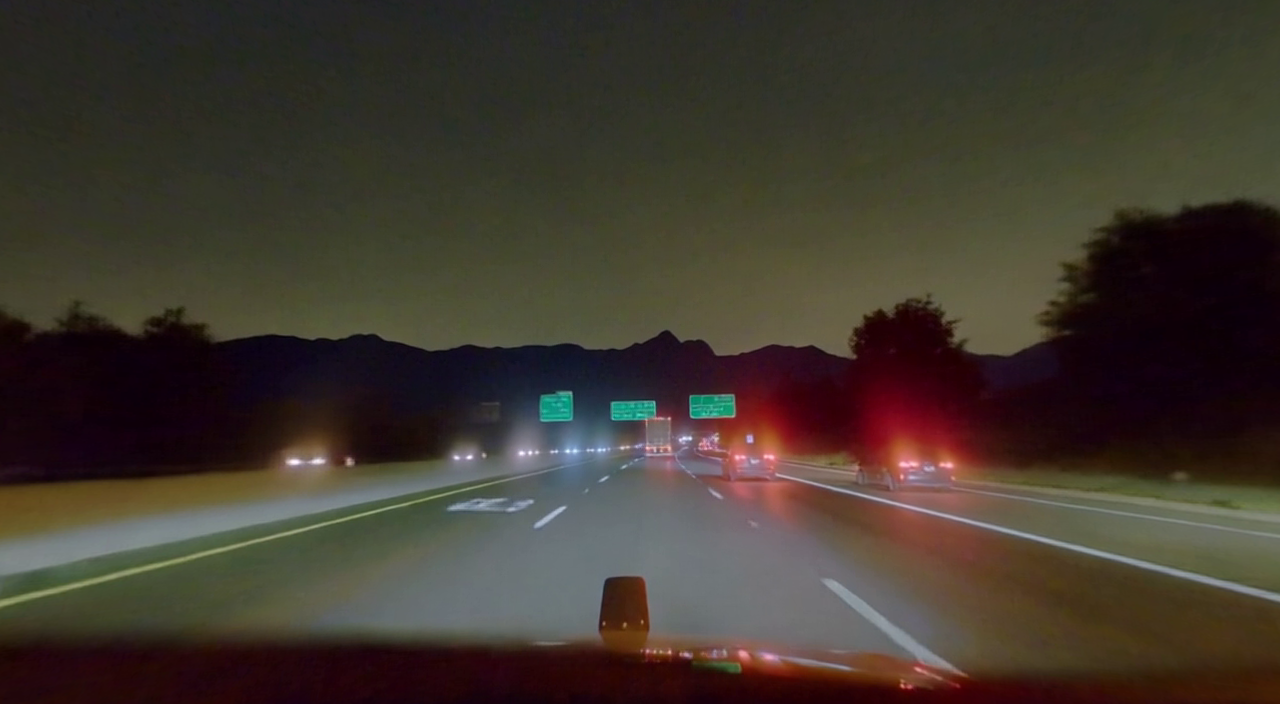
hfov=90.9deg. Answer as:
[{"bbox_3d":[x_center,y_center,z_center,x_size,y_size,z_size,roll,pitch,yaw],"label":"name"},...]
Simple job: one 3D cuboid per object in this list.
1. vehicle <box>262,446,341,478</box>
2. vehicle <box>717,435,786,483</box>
[{"bbox_3d":[-19.068,6.193,35.739,1.872,1.654,4.504,0,-8,1],"label":"vehicle"},{"bbox_3d":[4.075,3.963,23.612,1.880,1.624,3.941,0,-8,0],"label":"vehicle"}]
